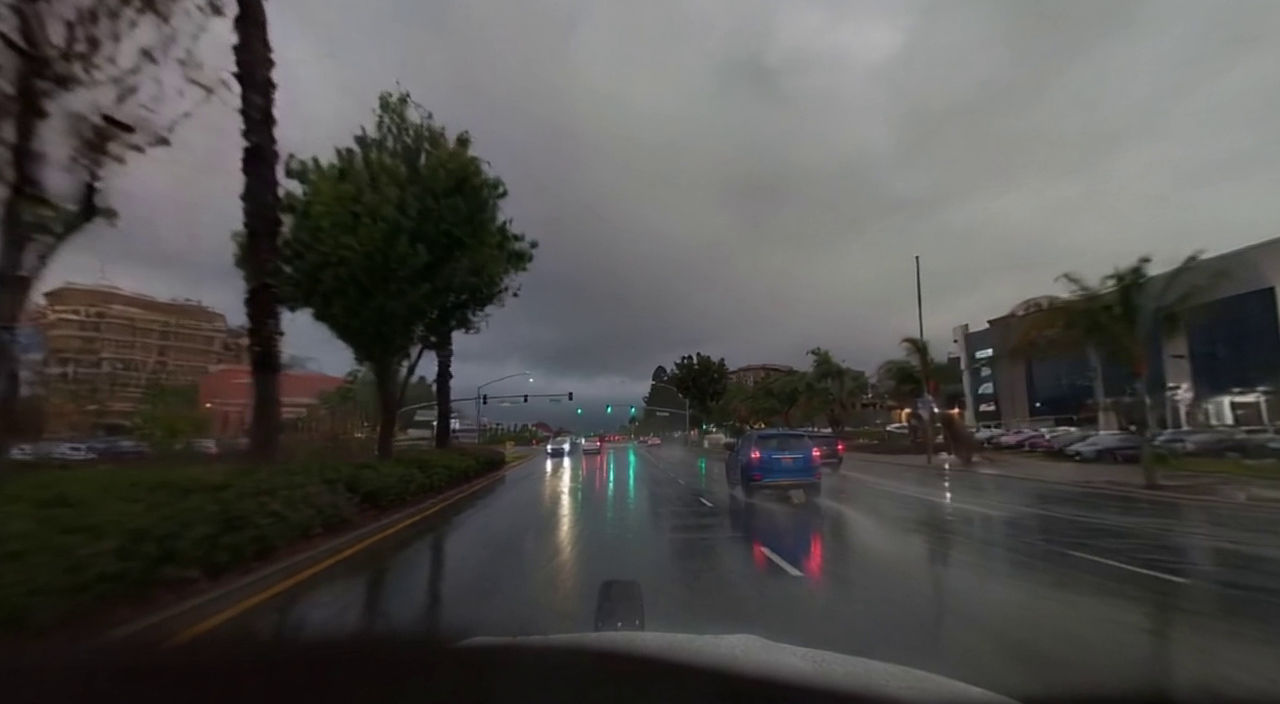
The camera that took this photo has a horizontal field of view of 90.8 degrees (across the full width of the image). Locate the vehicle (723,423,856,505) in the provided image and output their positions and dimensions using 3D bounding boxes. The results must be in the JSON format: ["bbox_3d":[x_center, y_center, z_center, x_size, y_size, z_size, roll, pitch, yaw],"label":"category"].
[{"bbox_3d":[3.385,2.630,15.230,2.072,1.696,4.177,0,-8,-1],"label":"vehicle"}]

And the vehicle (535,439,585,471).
[{"bbox_3d":[-3.909,5.108,31.572,2.019,1.483,4.409,0,-8,-1],"label":"vehicle"}]
